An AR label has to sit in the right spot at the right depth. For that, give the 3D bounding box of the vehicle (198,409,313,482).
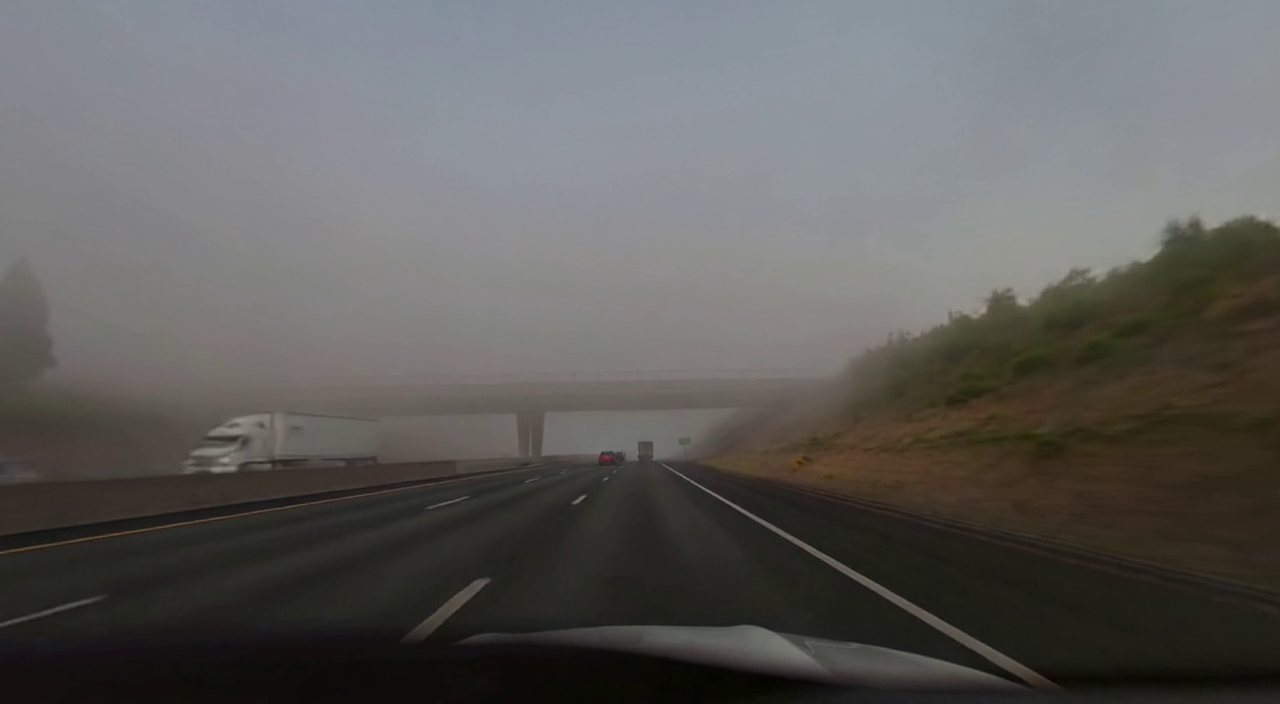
[{"bbox_3d":[-22.775,5.611,37.783,3.002,3.979,5.833,0,-9,0],"label":"vehicle"}]
